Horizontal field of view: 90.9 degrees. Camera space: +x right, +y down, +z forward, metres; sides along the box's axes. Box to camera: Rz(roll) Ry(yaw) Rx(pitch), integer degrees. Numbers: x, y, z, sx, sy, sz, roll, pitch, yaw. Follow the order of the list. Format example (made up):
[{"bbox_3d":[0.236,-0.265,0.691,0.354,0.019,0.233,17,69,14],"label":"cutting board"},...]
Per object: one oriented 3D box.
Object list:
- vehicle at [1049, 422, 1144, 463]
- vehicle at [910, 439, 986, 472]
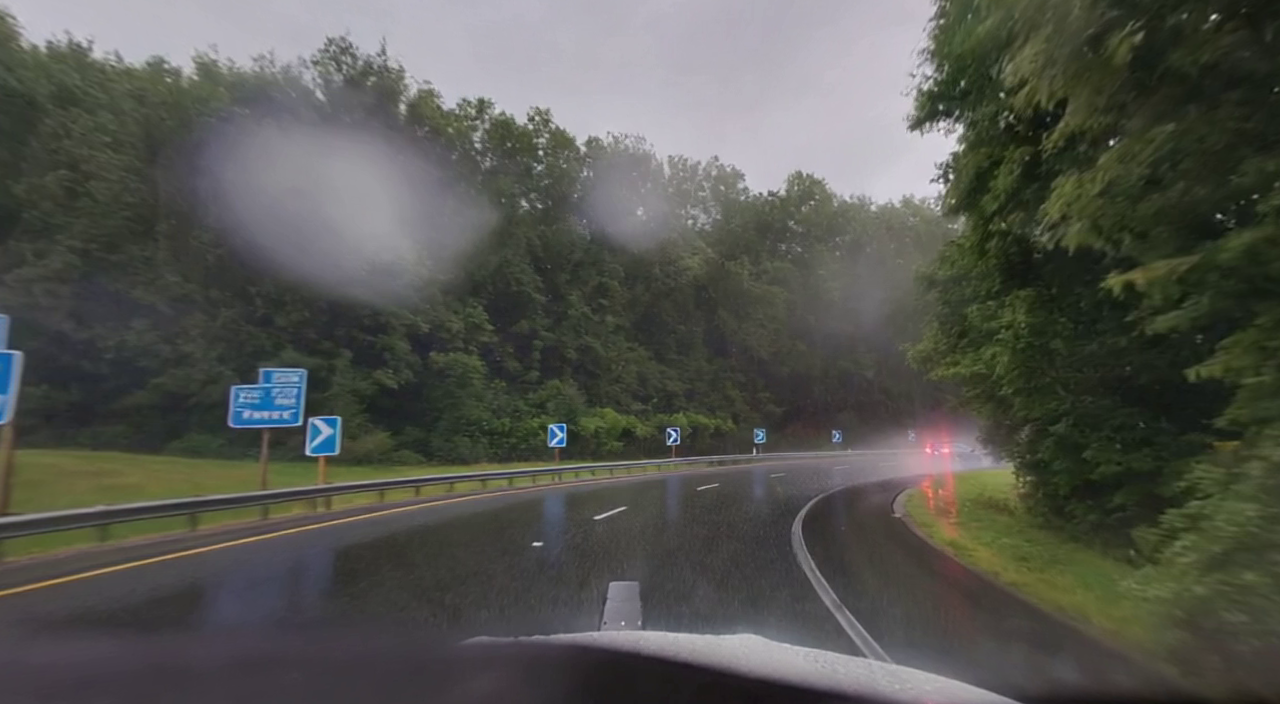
[{"bbox_3d":[33.068,6.601,45.694,5.981,2.823,2.498,3,-10,-21],"label":"vehicle"},{"bbox_3d":[17.266,5.764,35.250,4.325,1.674,2.221,8,-12,-41],"label":"vehicle"}]
